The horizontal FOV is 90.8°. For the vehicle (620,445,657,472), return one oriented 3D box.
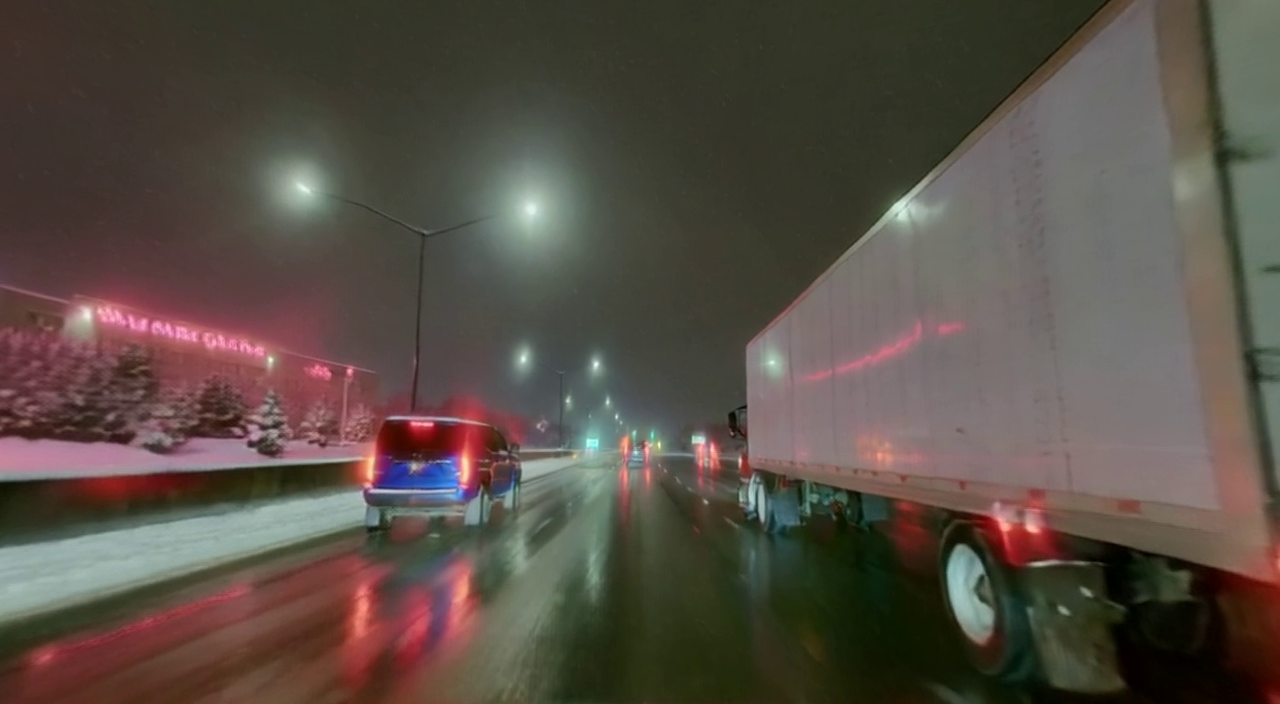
[{"bbox_3d":[-0.082,5.865,35.100,1.929,1.395,3.999,0,-8,0],"label":"vehicle"}]

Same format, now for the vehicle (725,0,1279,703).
[{"bbox_3d":[3.327,0.800,7.444,2.934,3.325,10.986,0,-9,-1],"label":"vehicle"}]

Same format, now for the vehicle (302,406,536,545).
[{"bbox_3d":[-3.299,1.971,10.710,2.229,1.806,4.698,0,-8,0],"label":"vehicle"}]
